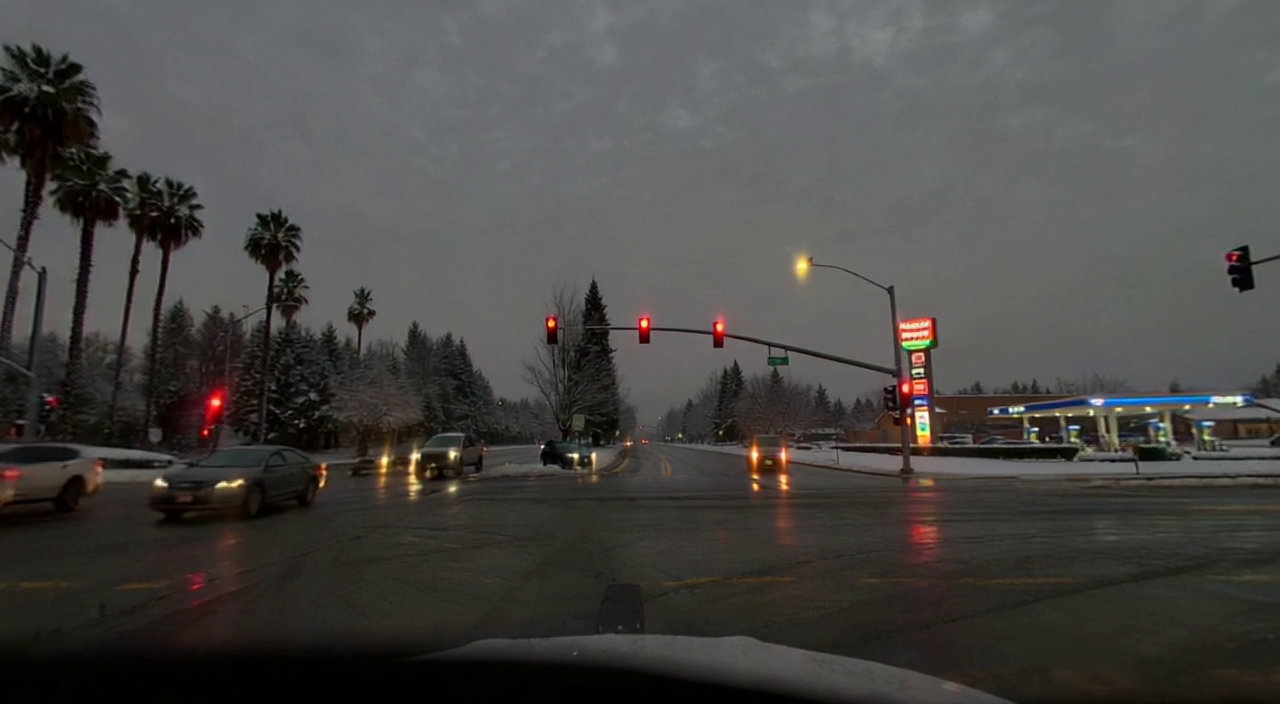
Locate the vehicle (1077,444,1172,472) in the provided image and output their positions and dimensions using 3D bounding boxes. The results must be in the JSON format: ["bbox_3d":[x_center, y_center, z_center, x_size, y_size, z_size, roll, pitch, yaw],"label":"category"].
[{"bbox_3d":[24.278,5.306,31.732,3.474,1.376,1.538,0,-9,-2],"label":"vehicle"}]

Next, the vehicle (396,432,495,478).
[{"bbox_3d":[-8.629,4.647,28.776,2.609,1.865,5.875,0,-9,0],"label":"vehicle"}]

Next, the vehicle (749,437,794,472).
[{"bbox_3d":[6.949,5.482,33.890,1.929,1.719,4.892,-1,-9,7],"label":"vehicle"}]

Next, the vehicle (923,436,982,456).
[{"bbox_3d":[22.561,6.774,45.654,3.356,1.395,1.559,0,-9,-1],"label":"vehicle"}]

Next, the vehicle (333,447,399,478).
[{"bbox_3d":[-15.122,6.085,35.115,1.809,1.605,4.033,0,-9,0],"label":"vehicle"}]

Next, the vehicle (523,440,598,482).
[{"bbox_3d":[-3.385,4.425,25.965,2.079,1.490,5.064,3,-9,-19],"label":"vehicle"}]

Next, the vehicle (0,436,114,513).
[{"bbox_3d":[-15.250,2.796,14.481,1.852,1.705,5.263,0,-9,-1],"label":"vehicle"}]

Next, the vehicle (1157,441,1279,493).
[{"bbox_3d":[18.689,3.404,18.813,5.015,1.446,1.862,0,-9,-3],"label":"vehicle"}]

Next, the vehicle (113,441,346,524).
[{"bbox_3d":[-8.679,2.769,14.045,2.034,1.510,4.647,0,-9,0],"label":"vehicle"}]
